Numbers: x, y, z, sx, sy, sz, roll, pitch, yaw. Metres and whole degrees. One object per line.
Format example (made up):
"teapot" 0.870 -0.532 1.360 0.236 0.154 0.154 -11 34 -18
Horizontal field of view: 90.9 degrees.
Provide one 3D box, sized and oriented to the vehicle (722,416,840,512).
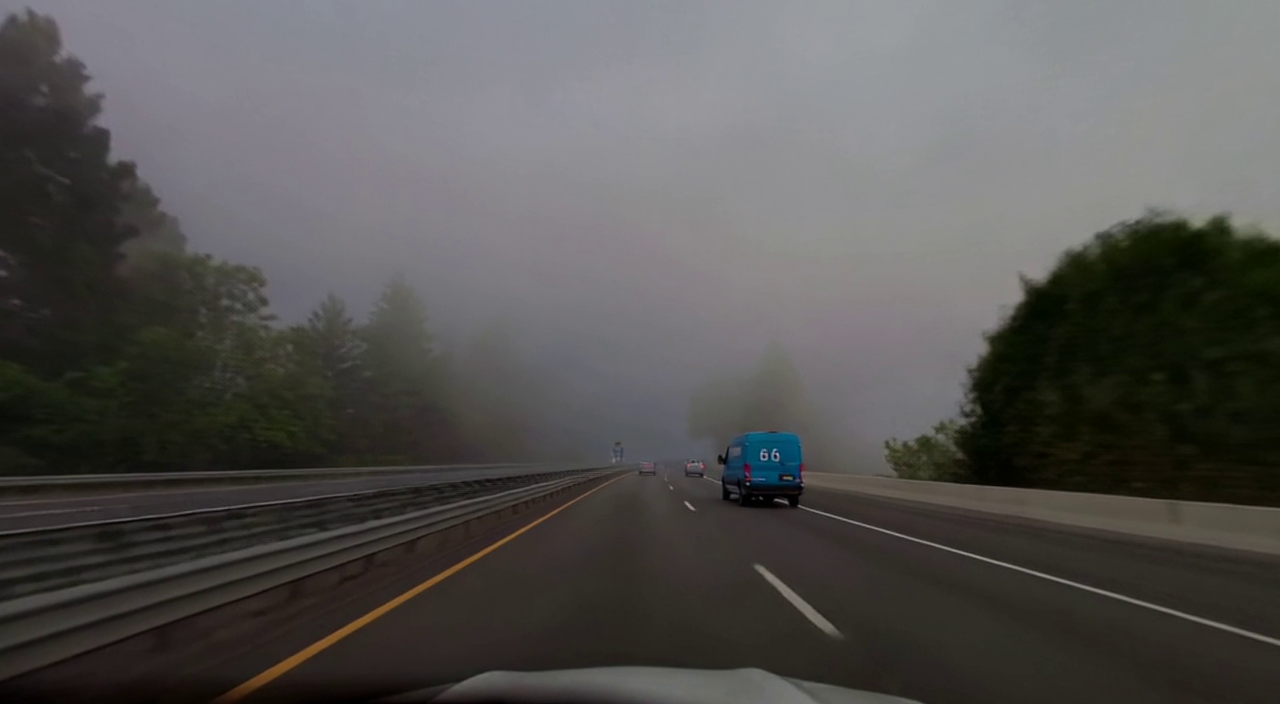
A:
"vehicle" 4.275 3.635 20.359 2.366 2.595 5.793 1 -11 -1
